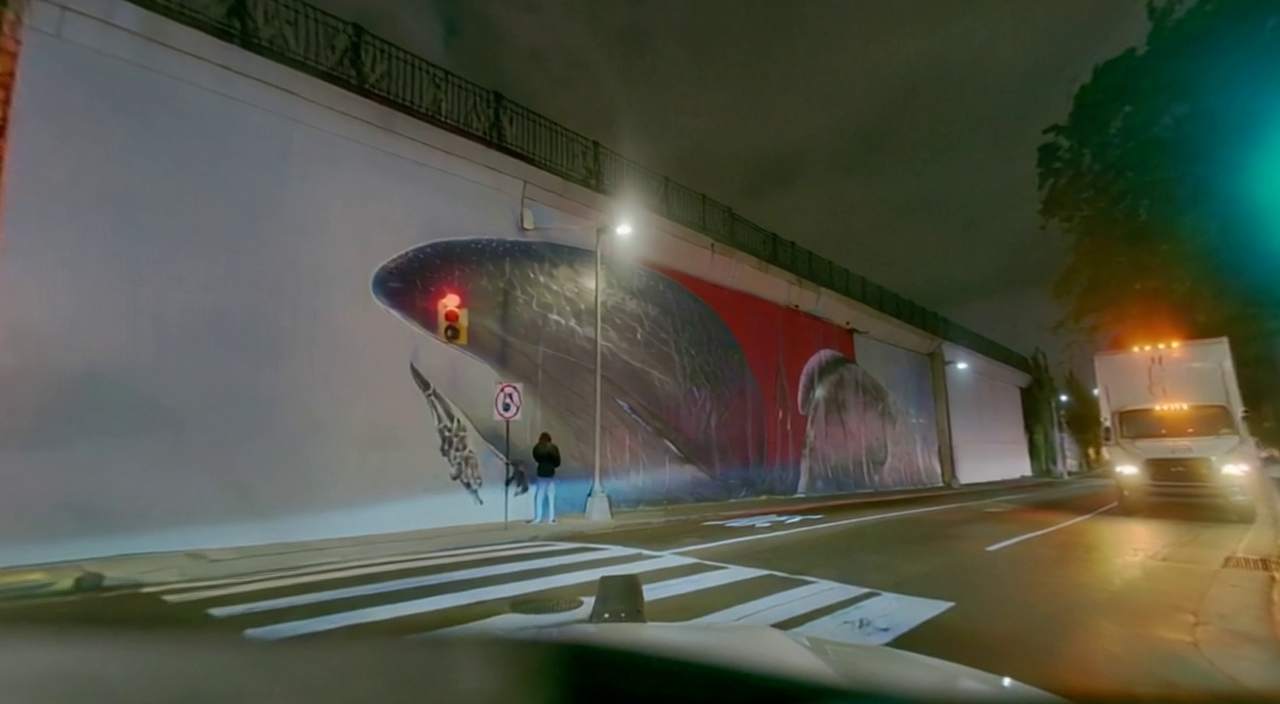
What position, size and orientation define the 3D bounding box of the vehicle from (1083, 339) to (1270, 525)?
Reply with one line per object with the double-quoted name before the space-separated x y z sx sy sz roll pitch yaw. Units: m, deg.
"vehicle" 15.212 2.276 17.543 2.849 3.893 9.347 -8 -12 43
